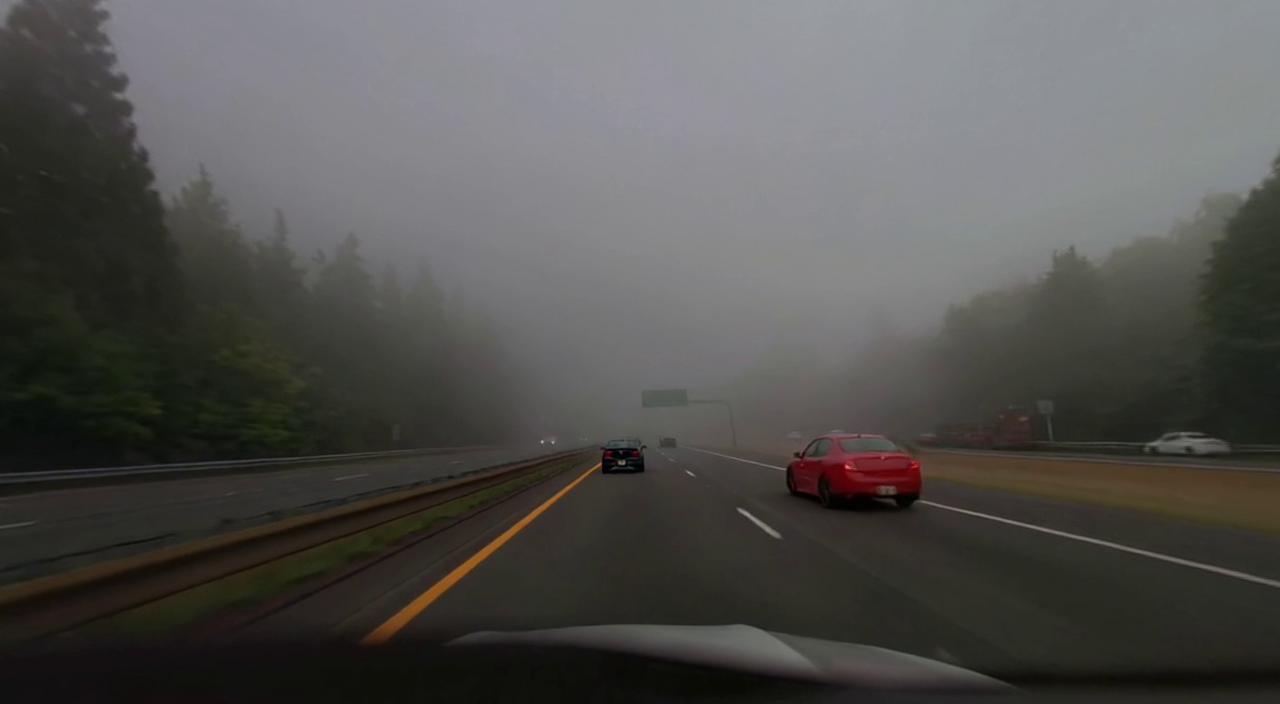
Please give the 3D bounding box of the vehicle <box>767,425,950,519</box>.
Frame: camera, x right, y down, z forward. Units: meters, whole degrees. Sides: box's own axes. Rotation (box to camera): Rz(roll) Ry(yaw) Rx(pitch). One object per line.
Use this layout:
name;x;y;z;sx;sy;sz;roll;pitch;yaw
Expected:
vehicle;4.022;2.253;12.485;2.010;1.508;4.285;0;-8;-1

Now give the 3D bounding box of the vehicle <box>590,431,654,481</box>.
vehicle;-0.535;3.337;20.514;1.897;1.479;3.724;0;-8;0

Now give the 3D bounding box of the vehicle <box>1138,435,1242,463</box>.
vehicle;33.384;5.870;38.365;1.969;1.556;4.739;0;-8;-1
